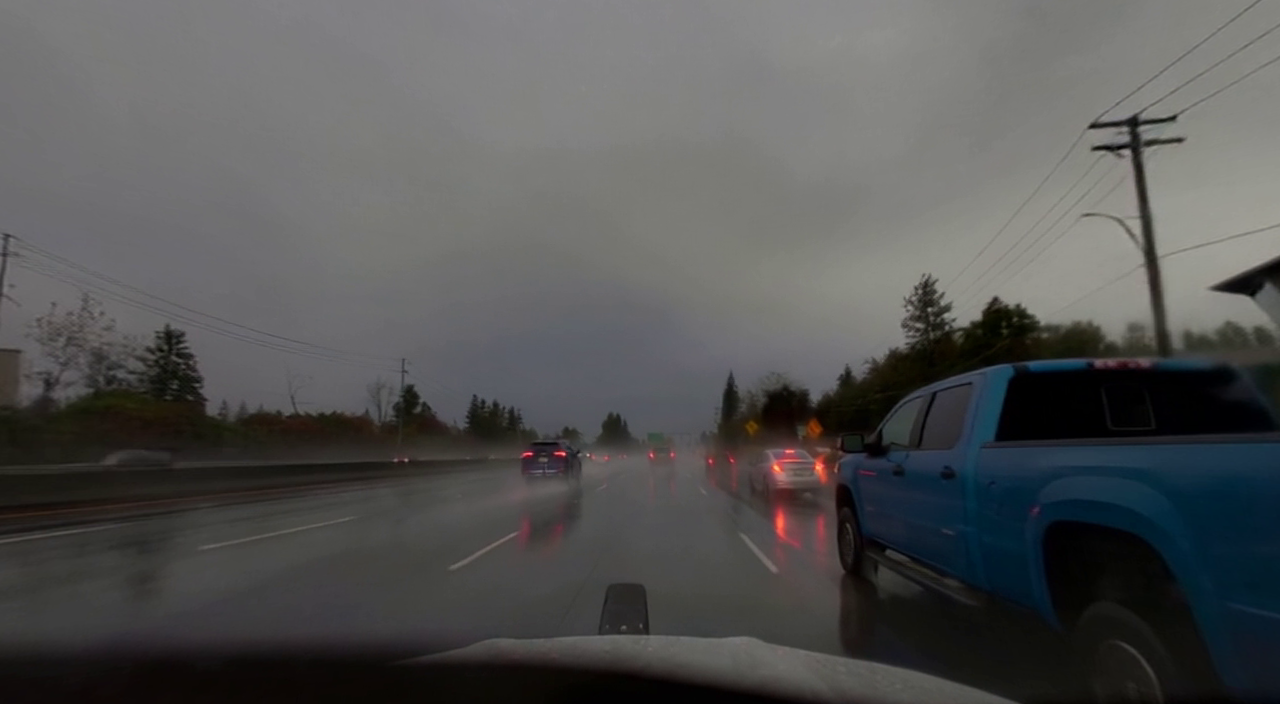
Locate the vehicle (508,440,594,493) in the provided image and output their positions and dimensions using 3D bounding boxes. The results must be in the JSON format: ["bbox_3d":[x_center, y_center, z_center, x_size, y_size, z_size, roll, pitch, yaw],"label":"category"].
[{"bbox_3d":[-3.092,4.112,23.058,2.209,1.714,4.576,-1,-8,4],"label":"vehicle"}]

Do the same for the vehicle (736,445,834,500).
[{"bbox_3d":[4.381,3.702,19.817,2.111,1.498,4.466,0,-8,2],"label":"vehicle"}]

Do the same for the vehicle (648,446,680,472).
[{"bbox_3d":[1.636,7.320,43.390,2.080,1.682,4.150,0,-8,2],"label":"vehicle"}]

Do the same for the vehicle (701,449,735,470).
[{"bbox_3d":[5.725,7.936,46.687,2.072,1.456,4.537,0,-8,2],"label":"vehicle"}]

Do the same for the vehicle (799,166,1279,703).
[{"bbox_3d":[3.387,1.015,4.685,3.024,2.092,6.797,-1,-8,4],"label":"vehicle"}]
